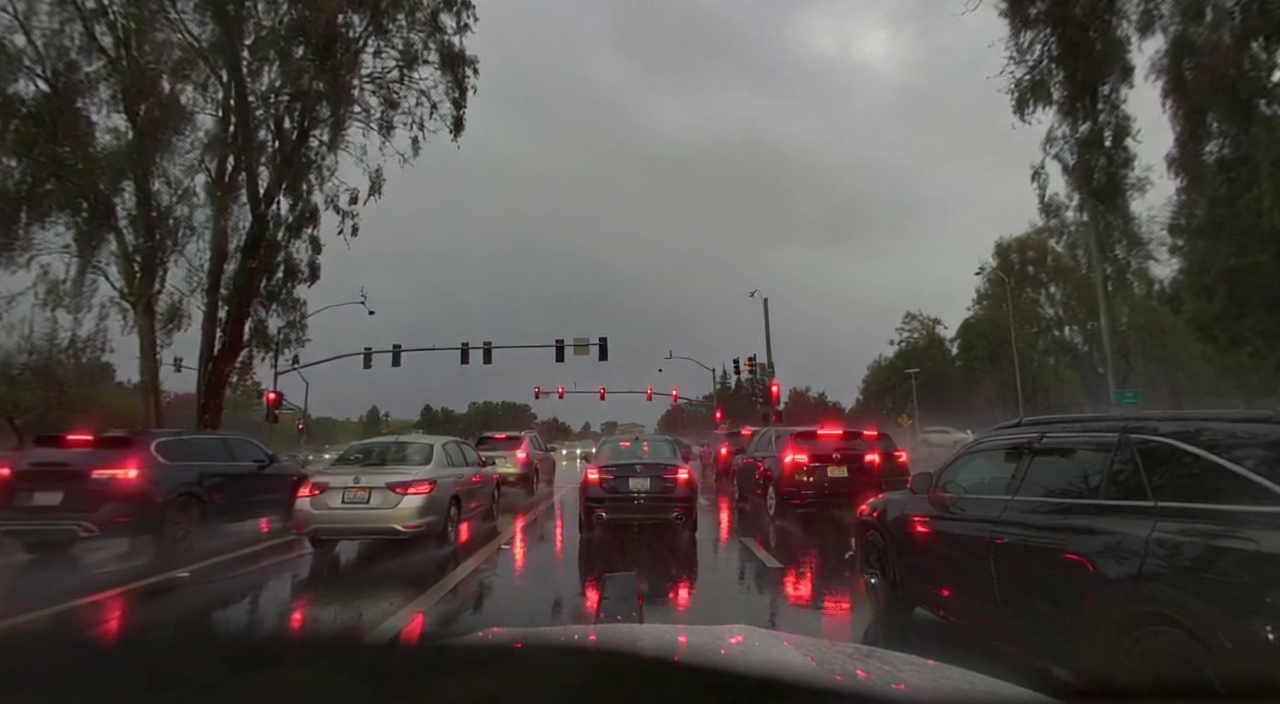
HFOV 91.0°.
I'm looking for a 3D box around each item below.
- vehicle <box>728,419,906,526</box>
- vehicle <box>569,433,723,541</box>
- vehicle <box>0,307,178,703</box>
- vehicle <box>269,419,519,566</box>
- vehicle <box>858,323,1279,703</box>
[{"bbox_3d":[3.081,2.199,12.008,2.106,1.667,4.101,0,-8,-1],"label":"vehicle"},{"bbox_3d":[0.010,2.101,10.422,2.076,1.438,3.770,0,-8,-2],"label":"vehicle"},{"bbox_3d":[-3.199,0.498,0.600,2.079,1.756,4.676,0,-8,-2],"label":"vehicle"},{"bbox_3d":[-3.055,1.824,8.978,1.896,1.546,4.378,0,-8,-2],"label":"vehicle"},{"bbox_3d":[3.156,0.992,3.731,2.074,1.685,4.387,0,-8,-1],"label":"vehicle"}]
